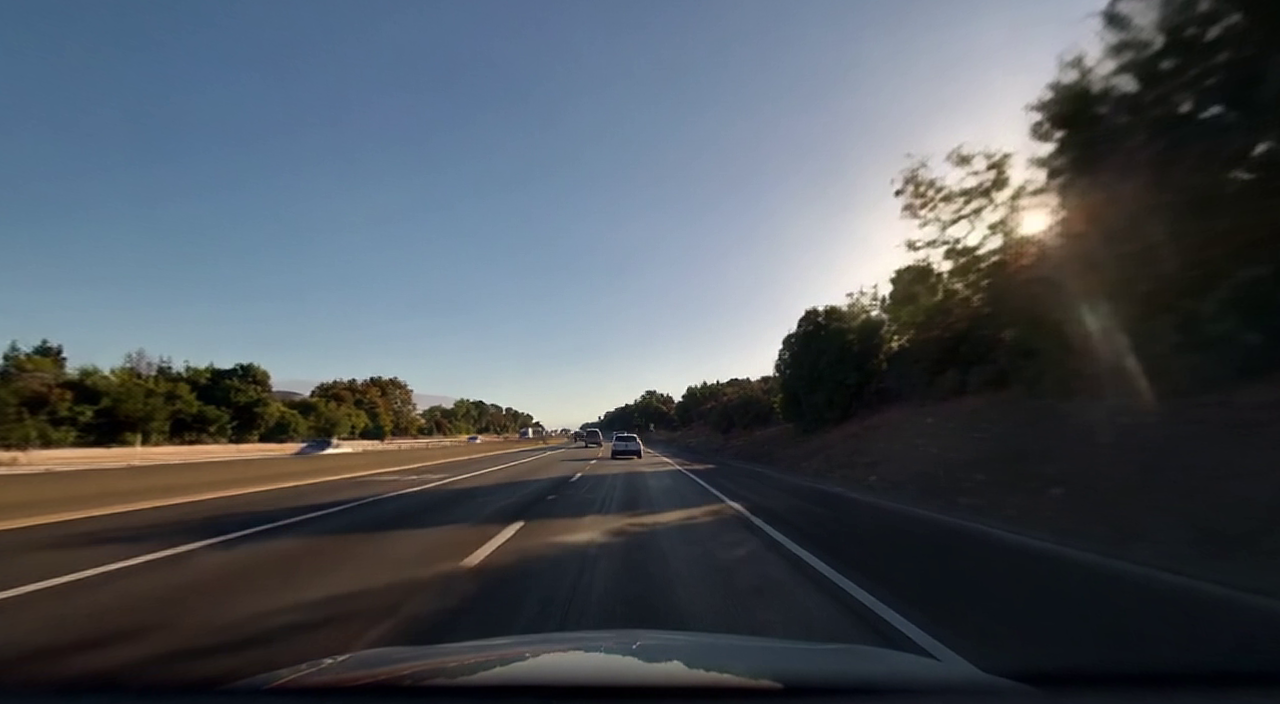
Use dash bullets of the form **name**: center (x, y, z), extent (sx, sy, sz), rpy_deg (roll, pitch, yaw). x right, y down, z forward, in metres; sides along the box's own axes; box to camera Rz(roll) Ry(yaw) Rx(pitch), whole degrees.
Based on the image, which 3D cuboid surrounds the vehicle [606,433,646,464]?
- **vehicle**: center (-0.737, 4.896, 32.168), extent (1.948, 1.470, 3.913), rpy_deg (0, -8, -2)

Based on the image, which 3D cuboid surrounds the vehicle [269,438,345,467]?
- **vehicle**: center (-19.575, 5.910, 37.245), extent (1.908, 1.537, 4.798), rpy_deg (0, -8, 0)
